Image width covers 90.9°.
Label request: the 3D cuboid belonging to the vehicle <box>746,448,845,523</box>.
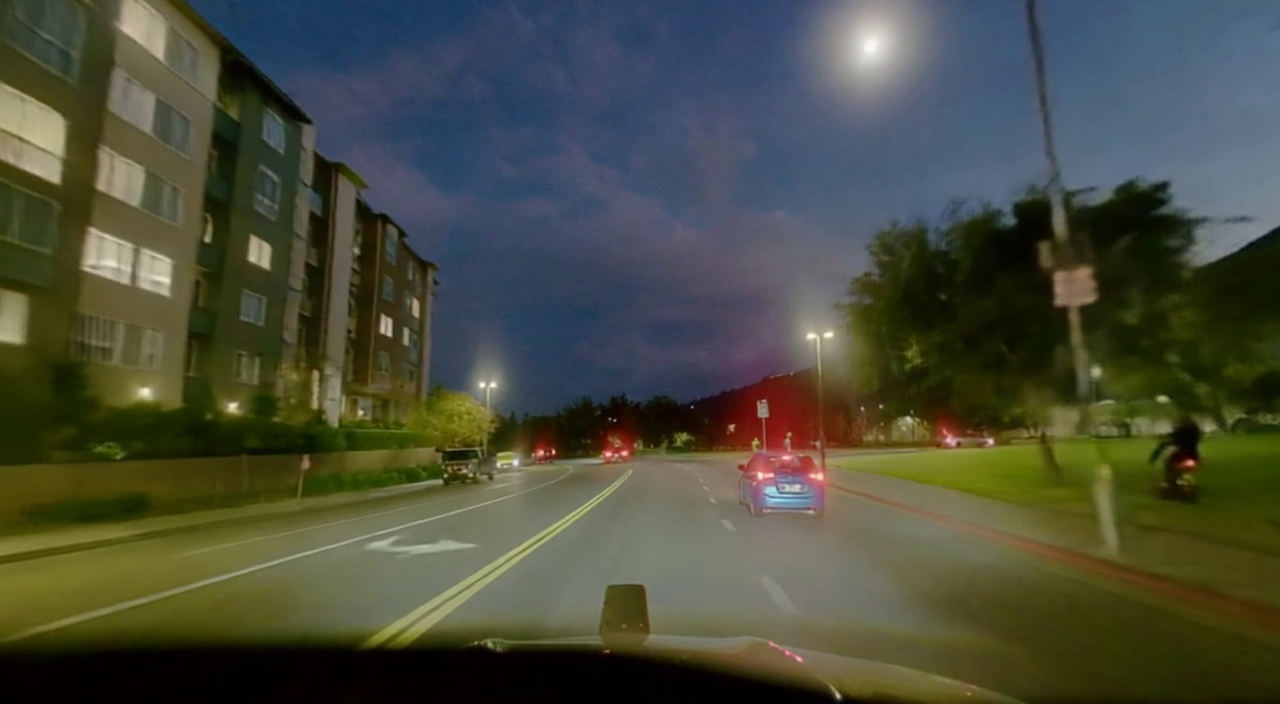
[{"bbox_3d":[3.051,2.677,12.818,1.559,1.351,2.452,-1,-10,5],"label":"vehicle"}]

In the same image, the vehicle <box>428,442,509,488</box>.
[{"bbox_3d":[-8.261,5.495,30.925,2.347,1.846,4.915,-6,-9,2],"label":"vehicle"}]

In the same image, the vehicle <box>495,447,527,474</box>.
[{"bbox_3d":[-8.678,7.317,42.746,1.994,1.697,4.436,1,-9,-10],"label":"vehicle"}]

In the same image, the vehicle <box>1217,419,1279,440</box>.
[{"bbox_3d":[45.193,5.647,45.901,4.494,1.438,1.996,-7,-11,41],"label":"vehicle"}]
